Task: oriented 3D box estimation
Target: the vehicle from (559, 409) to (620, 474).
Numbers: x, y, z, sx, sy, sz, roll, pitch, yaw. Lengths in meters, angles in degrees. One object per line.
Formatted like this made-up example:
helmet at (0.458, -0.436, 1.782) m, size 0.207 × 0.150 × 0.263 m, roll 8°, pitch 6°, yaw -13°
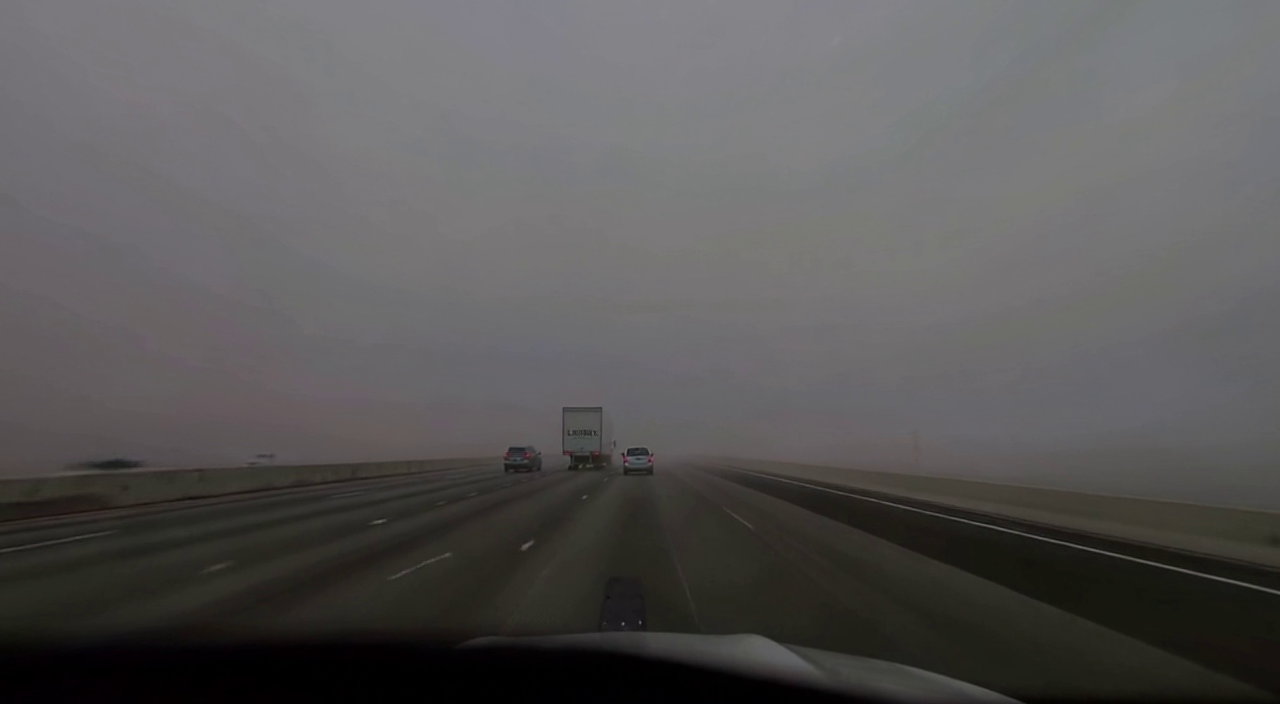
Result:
vehicle at (-2.883, 5.485, 38.348) m, size 2.794 × 3.460 × 8.595 m, roll 0°, pitch -9°, yaw 1°

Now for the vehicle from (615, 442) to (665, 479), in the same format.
vehicle at (-0.031, 4.963, 29.015) m, size 2.168 × 1.597 × 3.615 m, roll 0°, pitch -9°, yaw -1°

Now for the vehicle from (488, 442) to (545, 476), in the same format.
vehicle at (-6.570, 5.752, 34.084) m, size 2.124 × 1.674 × 4.541 m, roll 0°, pitch -9°, yaw 0°
